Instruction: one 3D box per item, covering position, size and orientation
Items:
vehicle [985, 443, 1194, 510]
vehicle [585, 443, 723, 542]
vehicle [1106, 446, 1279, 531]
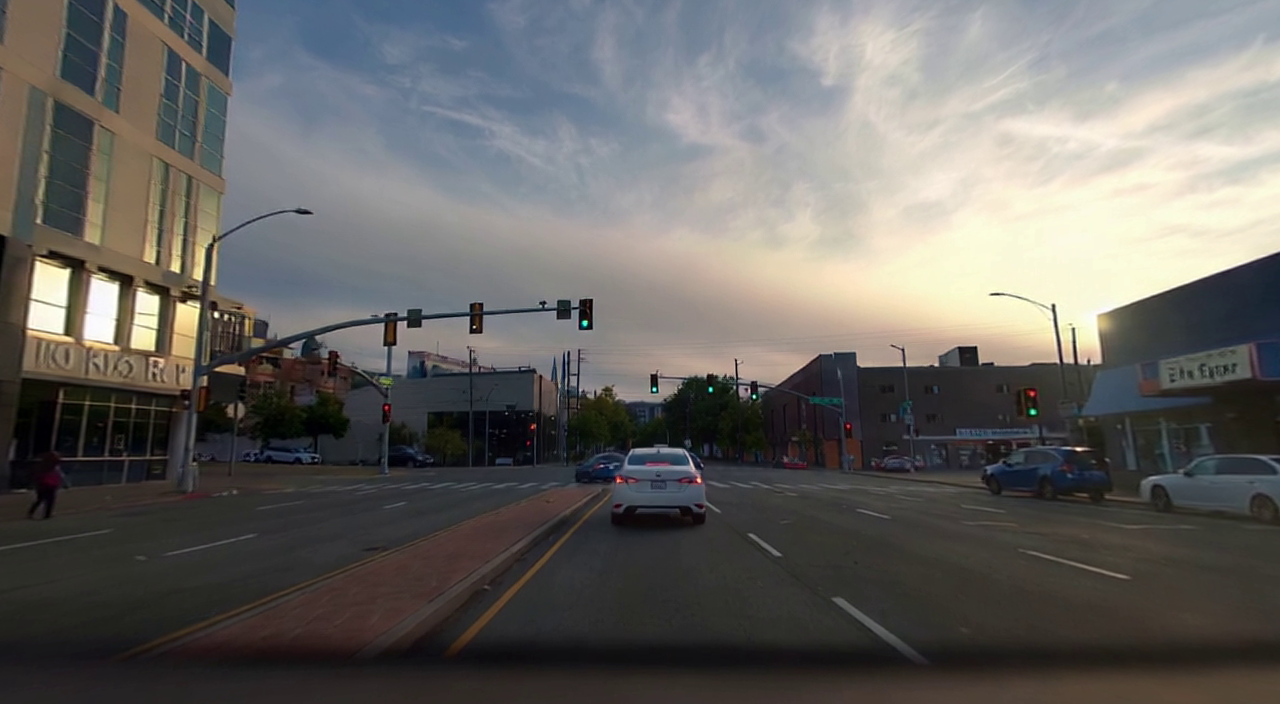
[{"bbox_3d":[14.104,3.916,20.491,2.309,1.819,5.793,0,-9,-2],"label":"vehicle"},{"bbox_3d":[0.228,2.460,11.722,2.067,1.471,4.241,0,-9,0],"label":"vehicle"},{"bbox_3d":[14.196,3.121,15.050,2.235,1.721,5.230,0,-9,1],"label":"vehicle"}]
